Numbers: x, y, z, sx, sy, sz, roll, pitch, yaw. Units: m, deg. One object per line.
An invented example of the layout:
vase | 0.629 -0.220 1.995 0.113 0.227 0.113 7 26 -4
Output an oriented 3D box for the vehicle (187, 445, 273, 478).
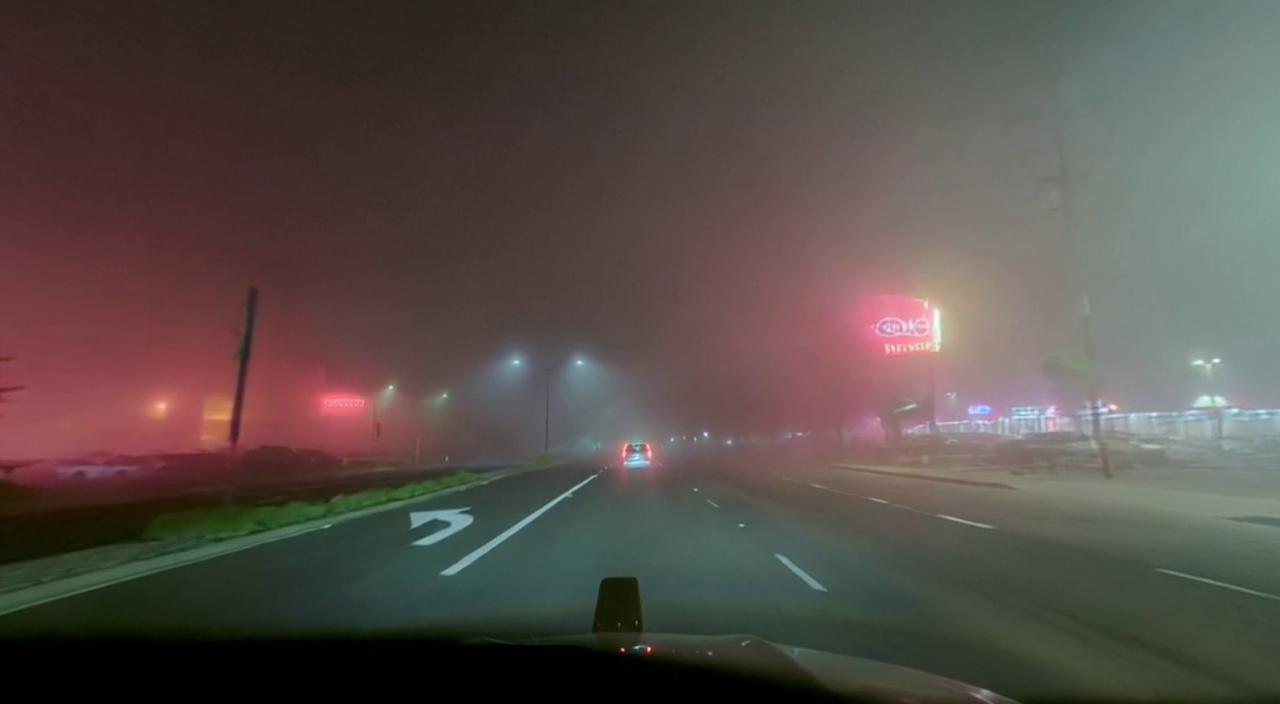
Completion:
vehicle | -27.009 7.226 41.576 4.087 1.755 2.304 -5 -9 1

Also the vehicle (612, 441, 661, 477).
vehicle | -0.184 4.693 27.872 1.998 1.452 3.773 0 -9 -1

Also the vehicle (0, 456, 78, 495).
vehicle | -26.948 5.184 26.634 4.282 1.483 2.020 0 -8 -1

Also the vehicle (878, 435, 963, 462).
vehicle | 17.030 5.876 38.372 4.224 1.614 2.028 0 -9 -1

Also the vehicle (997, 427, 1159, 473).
vehicle | 17.908 4.041 25.939 5.083 1.778 2.063 0 -9 0

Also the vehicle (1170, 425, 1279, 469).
vehicle | 28.007 4.455 29.492 1.991 1.877 5.024 -1 -9 1
